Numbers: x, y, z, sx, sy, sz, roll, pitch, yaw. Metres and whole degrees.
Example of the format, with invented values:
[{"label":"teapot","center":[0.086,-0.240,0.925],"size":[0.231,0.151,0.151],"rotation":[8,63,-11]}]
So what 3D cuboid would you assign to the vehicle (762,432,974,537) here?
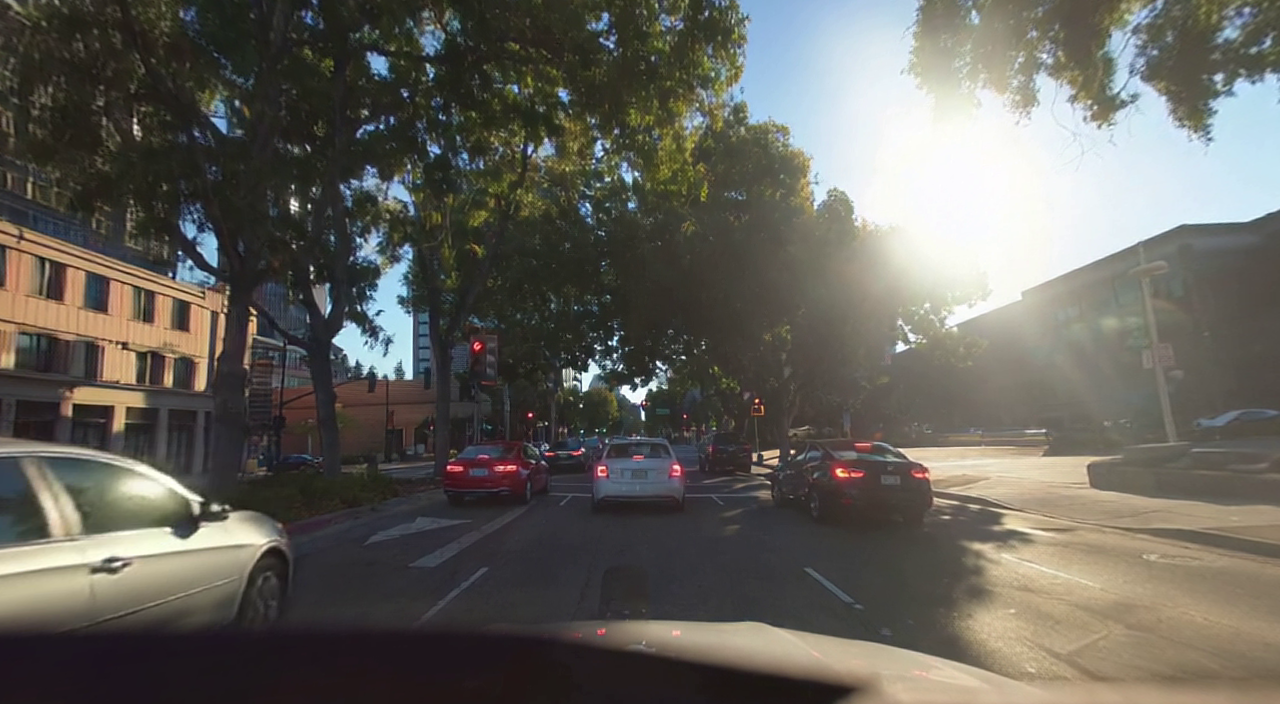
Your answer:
[{"label":"vehicle","center":[3.717,2.231,11.314],"size":[1.990,1.486,4.431],"rotation":[0,-8,-2]}]

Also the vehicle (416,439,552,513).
[{"label":"vehicle","center":[-3.411,2.786,14.687],"size":[2.002,1.465,4.098],"rotation":[0,-8,2]}]

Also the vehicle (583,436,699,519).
[{"label":"vehicle","center":[-0.054,2.561,13.395],"size":[2.101,1.480,3.929],"rotation":[0,-8,-2]}]

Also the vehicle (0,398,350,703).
[{"label":"vehicle","center":[-3.327,0.981,2.693],"size":[2.038,1.481,4.379],"rotation":[0,-8,1]}]

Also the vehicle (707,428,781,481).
[{"label":"vehicle","center":[4.197,4.260,26.358],"size":[2.142,1.957,5.443],"rotation":[0,-8,0]}]
